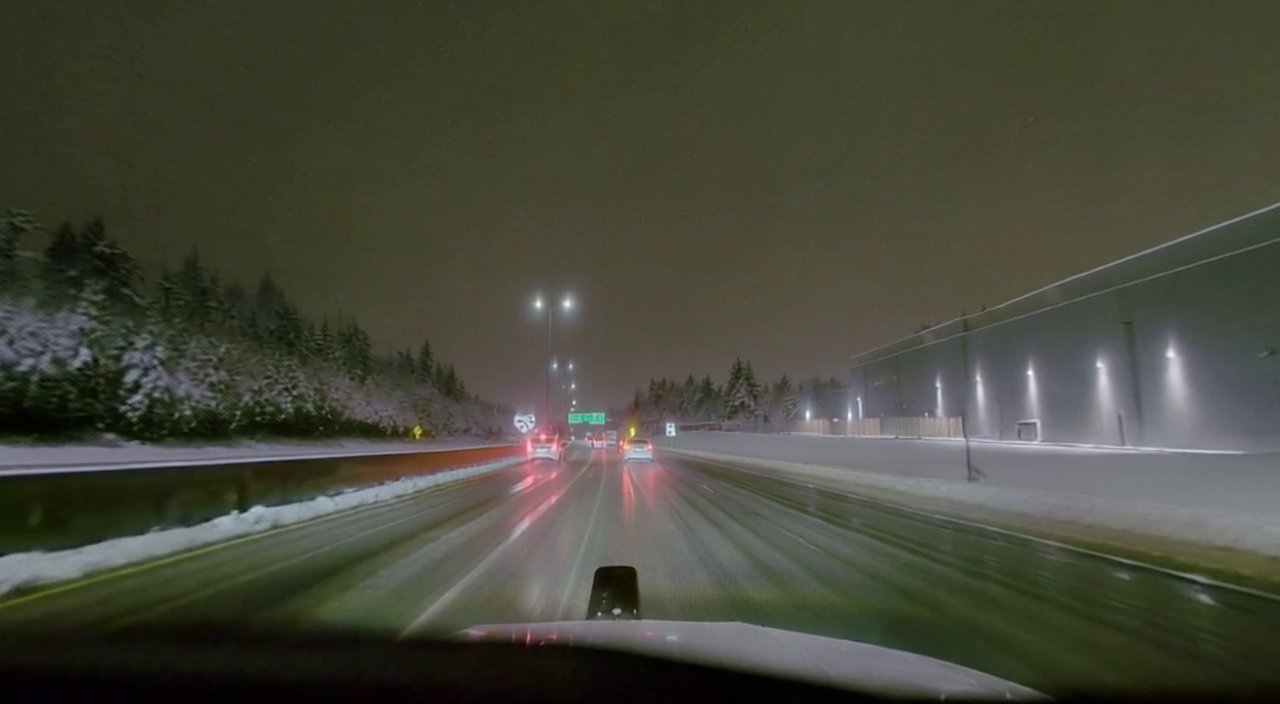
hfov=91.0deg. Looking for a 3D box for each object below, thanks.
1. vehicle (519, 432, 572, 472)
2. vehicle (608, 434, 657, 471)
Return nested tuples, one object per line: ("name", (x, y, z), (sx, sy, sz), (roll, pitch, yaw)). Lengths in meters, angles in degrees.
("vehicle", (-4.442, 4.770, 30.233), (2.080, 1.733, 4.410), (0, -8, -3))
("vehicle", (-0.422, 4.779, 30.161), (2.078, 1.608, 3.982), (0, -8, -5))
